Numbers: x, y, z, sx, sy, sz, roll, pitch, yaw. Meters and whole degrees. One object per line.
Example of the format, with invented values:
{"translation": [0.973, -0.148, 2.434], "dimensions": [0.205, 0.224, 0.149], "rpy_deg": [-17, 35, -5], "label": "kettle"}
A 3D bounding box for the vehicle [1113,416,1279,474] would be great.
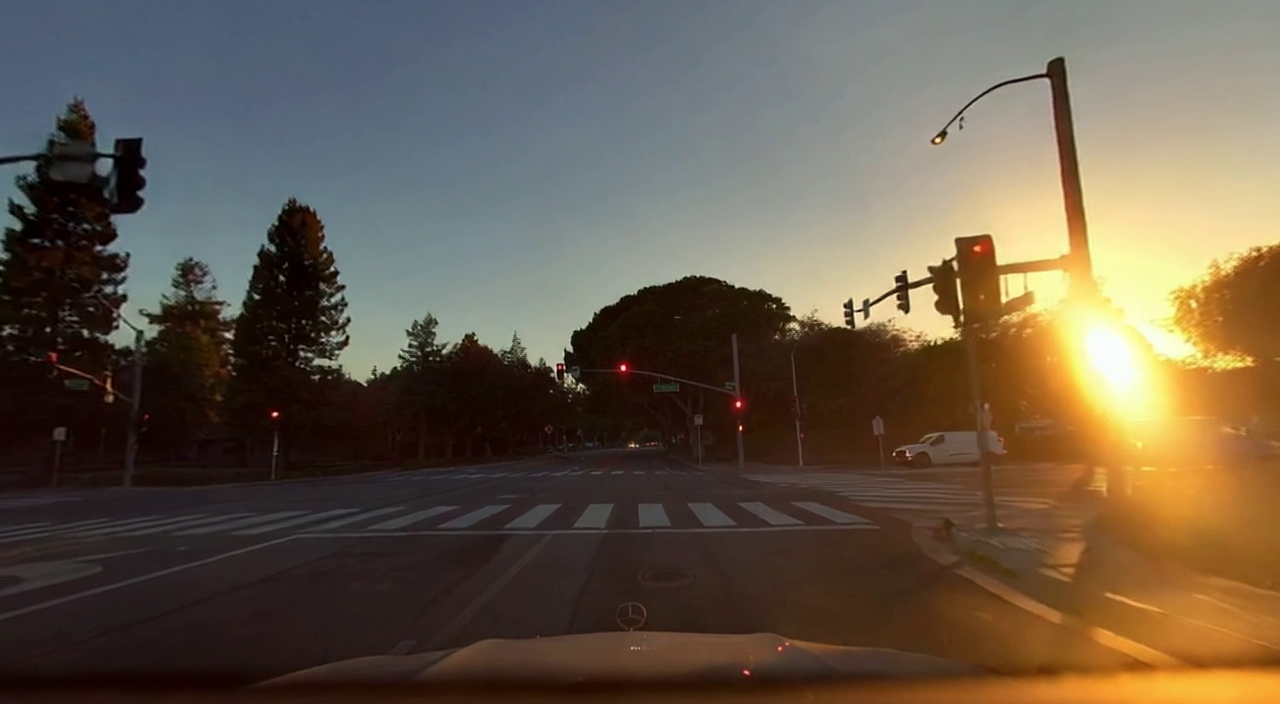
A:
{"translation": [20.004, 3.331, 22.556], "dimensions": [4.536, 1.965, 1.780], "rpy_deg": [-1, -9, 3], "label": "vehicle"}

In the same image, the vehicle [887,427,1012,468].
{"translation": [14.403, 4.464, 29.512], "dimensions": [4.790, 1.798, 1.909], "rpy_deg": [0, -9, 1], "label": "vehicle"}
